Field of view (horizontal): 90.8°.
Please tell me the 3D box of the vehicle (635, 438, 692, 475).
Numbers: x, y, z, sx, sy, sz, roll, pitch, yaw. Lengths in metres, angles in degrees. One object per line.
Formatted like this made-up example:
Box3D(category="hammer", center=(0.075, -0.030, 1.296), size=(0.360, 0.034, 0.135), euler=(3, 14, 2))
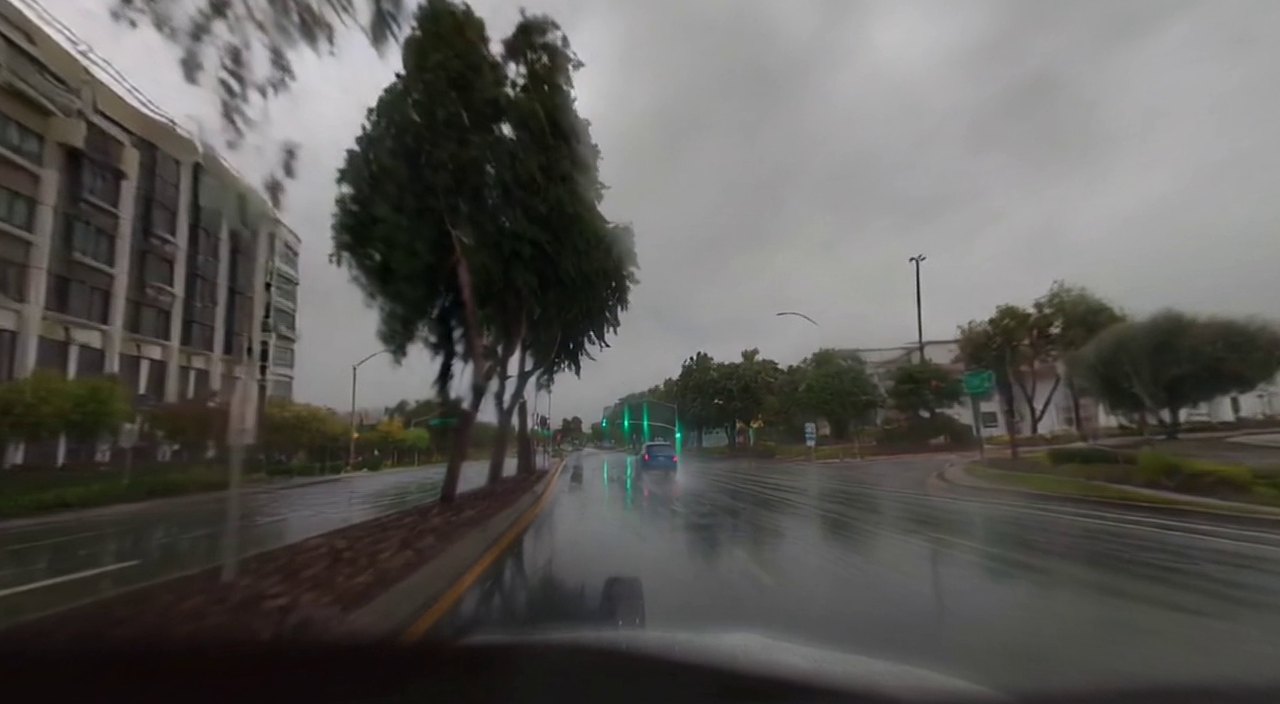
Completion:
Box3D(category="vehicle", center=(1.027, 5.034, 30.757), size=(2.165, 1.633, 4.381), euler=(0, -8, -6))
